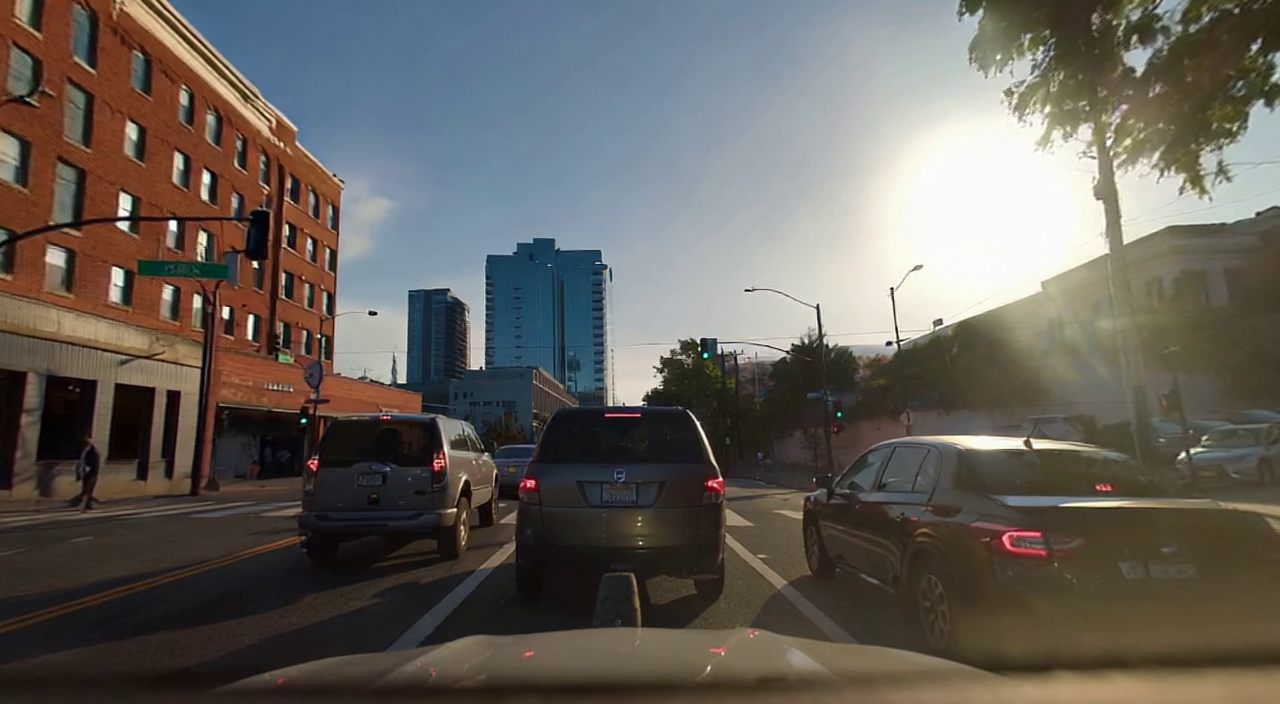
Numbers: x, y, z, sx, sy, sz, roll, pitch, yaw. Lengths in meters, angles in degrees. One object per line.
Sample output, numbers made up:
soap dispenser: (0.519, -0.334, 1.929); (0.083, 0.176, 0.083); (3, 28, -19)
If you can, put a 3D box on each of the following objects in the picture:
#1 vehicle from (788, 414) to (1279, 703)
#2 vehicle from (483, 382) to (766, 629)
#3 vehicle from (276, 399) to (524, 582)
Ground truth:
vehicle: (2.589, 1.308, 4.797); (1.852, 1.462, 4.155); (0, -8, -1)
vehicle: (-0.111, 1.482, 7.079); (2.105, 1.842, 4.537); (0, -8, 0)
vehicle: (-2.796, 1.702, 8.530); (1.855, 1.812, 4.244); (0, -8, -3)
